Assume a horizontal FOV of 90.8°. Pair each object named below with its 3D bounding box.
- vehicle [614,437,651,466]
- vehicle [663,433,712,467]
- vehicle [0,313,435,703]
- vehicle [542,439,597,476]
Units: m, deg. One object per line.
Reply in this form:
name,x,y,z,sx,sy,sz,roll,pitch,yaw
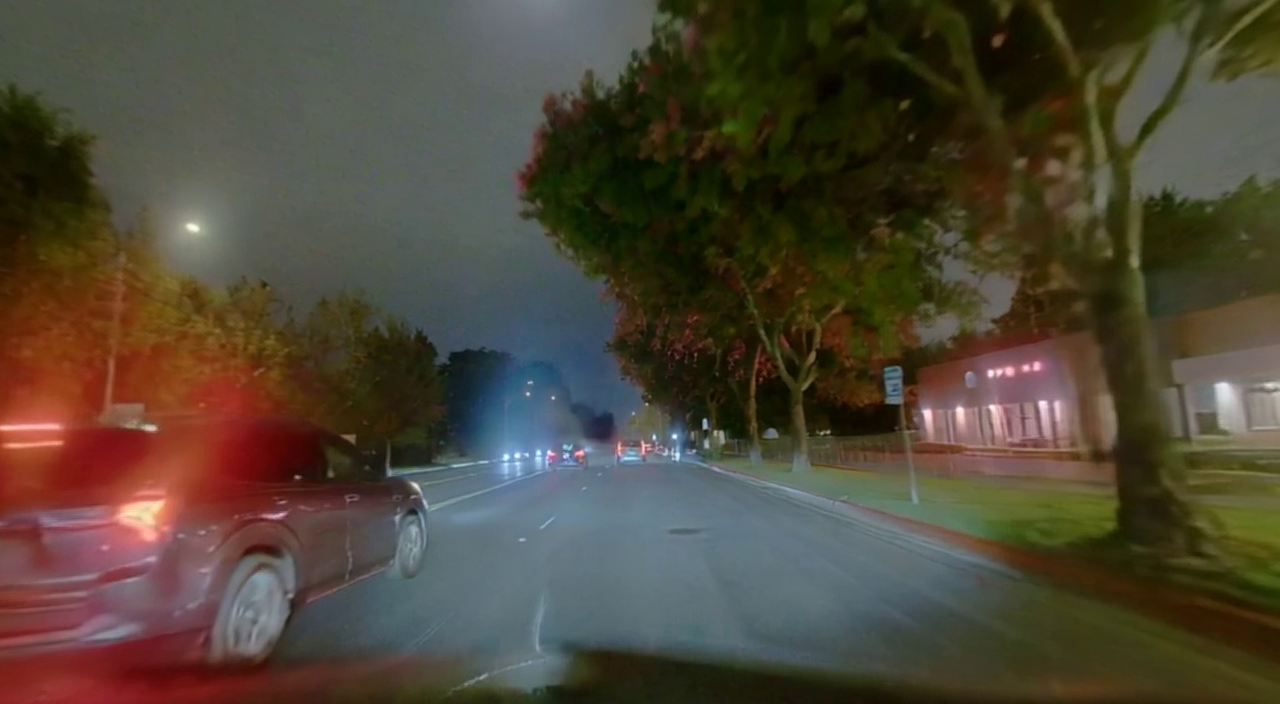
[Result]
vehicle,-0.513,6.631,42.096,2.376,1.801,4.317,0,-9,-1
vehicle,3.007,6.350,41.092,2.653,2.058,5.096,0,-9,-1
vehicle,-3.216,1.031,3.853,2.257,1.751,5.028,0,-9,0
vehicle,-3.266,5.035,30.273,2.167,1.634,4.220,0,-9,0
